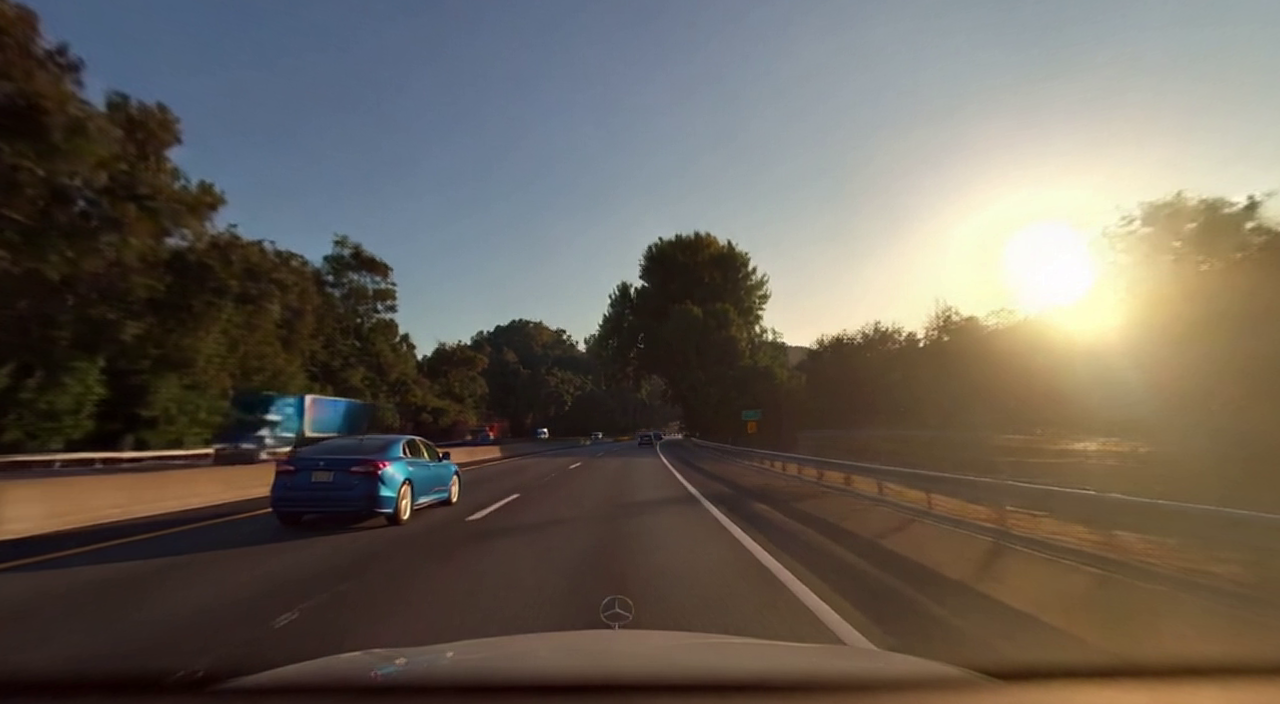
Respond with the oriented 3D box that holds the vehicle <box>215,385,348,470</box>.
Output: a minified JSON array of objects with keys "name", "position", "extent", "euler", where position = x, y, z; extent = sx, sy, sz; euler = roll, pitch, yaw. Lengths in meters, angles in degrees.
[{"name":"vehicle","position":[-17.394,3.759,31.151],"extent":[2.927,3.744,6.014],"euler":[0,-8,0]}]
